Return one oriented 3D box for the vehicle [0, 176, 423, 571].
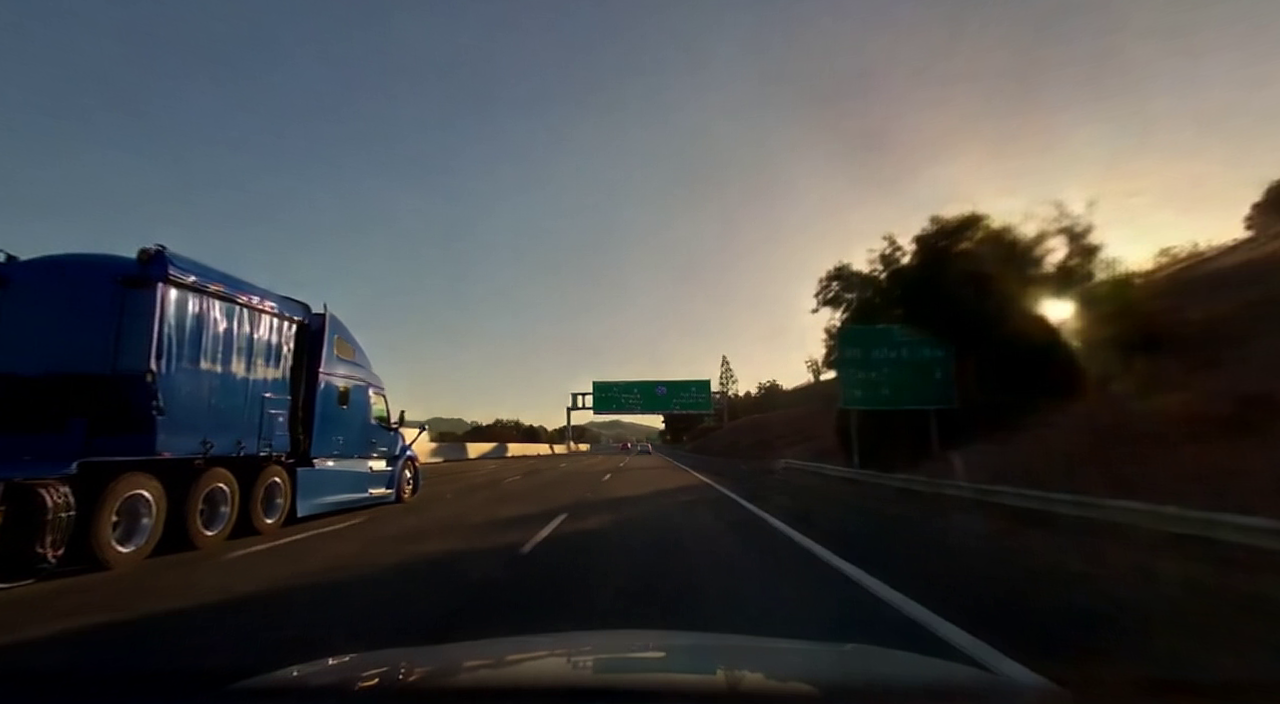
[{"bbox_3d":[-6.836,0.763,10.563,2.996,3.947,8.600,0,-9,2],"label":"vehicle"}]
